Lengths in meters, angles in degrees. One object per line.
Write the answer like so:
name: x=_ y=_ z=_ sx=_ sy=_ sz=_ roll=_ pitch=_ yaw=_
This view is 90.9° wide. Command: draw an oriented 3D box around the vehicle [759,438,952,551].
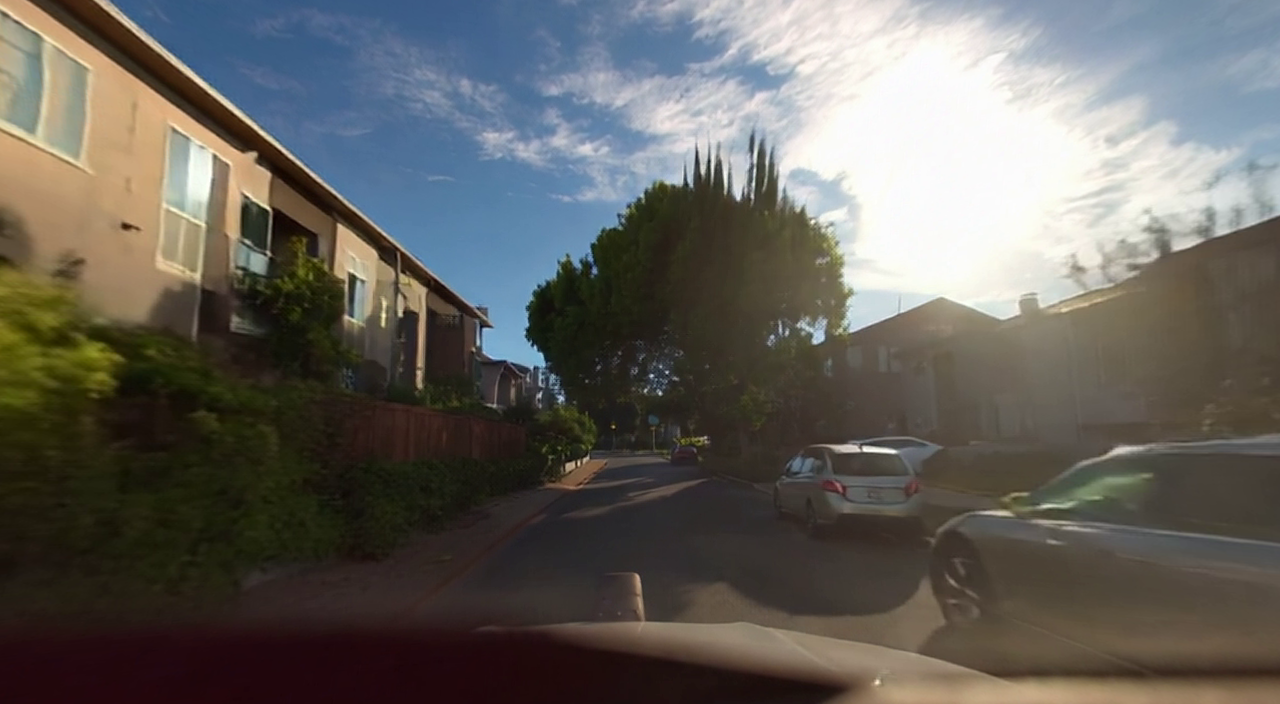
vehicle: x=3.272 y=2.184 z=10.430 sx=1.838 sy=1.496 sz=3.735 roll=0 pitch=-8 yaw=0

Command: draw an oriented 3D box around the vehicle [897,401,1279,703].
vehicle: x=3.302 y=1.111 z=3.227 sx=2.006 sy=1.603 sz=4.553 roll=0 pitch=-8 yaw=-1

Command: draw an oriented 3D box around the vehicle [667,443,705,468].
vehicle: x=2.935 y=6.646 z=40.691 sx=1.955 sy=1.498 sz=4.046 roll=0 pitch=-8 yaw=-3
